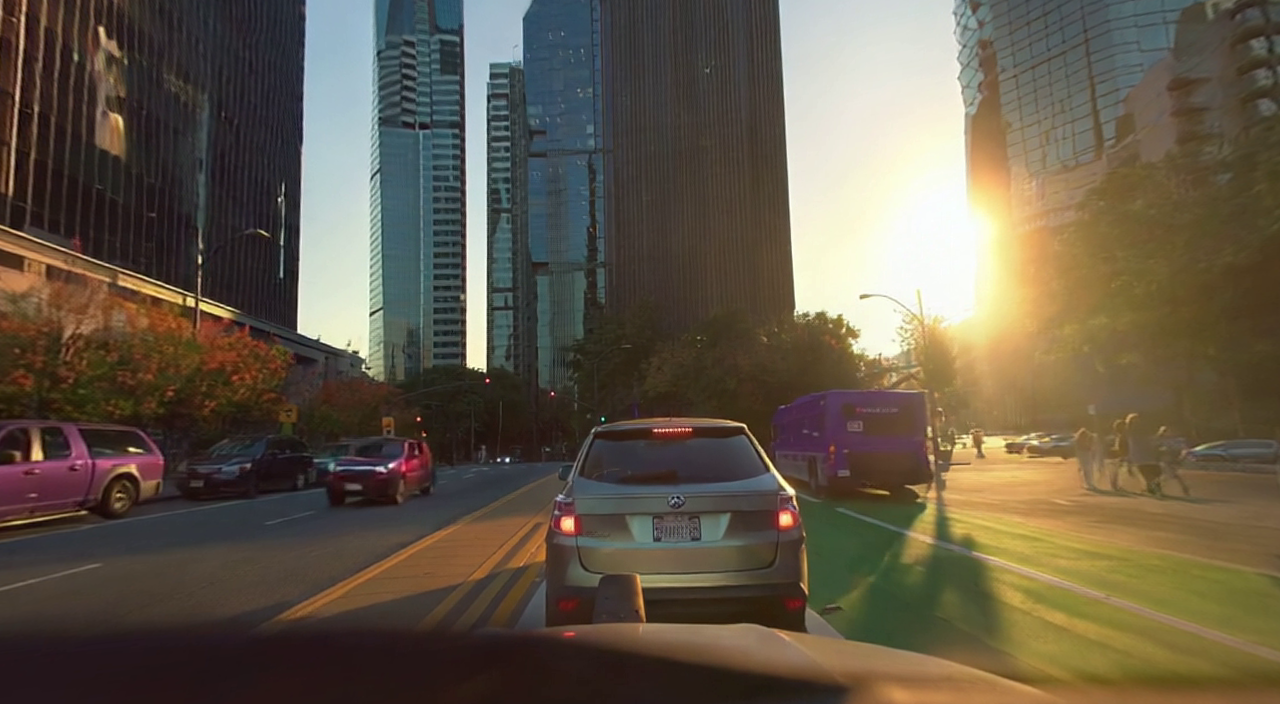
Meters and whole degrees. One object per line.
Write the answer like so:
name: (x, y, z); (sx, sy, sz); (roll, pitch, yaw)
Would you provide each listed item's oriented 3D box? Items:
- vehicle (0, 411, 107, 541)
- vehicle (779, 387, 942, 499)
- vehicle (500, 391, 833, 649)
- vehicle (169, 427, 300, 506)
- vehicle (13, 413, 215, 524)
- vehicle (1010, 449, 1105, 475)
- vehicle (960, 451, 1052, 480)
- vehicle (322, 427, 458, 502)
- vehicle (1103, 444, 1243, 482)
vehicle: (-10.485, 1.913, 9.807); (1.543, 1.946, 3.454); (1, -9, -6)
vehicle: (7.040, 3.109, 21.686); (3.113, 3.116, 7.650); (0, -8, 3)
vehicle: (0.205, 1.421, 6.334); (2.192, 1.695, 4.142); (0, -8, 1)
vehicle: (-11.198, 3.155, 17.745); (1.559, 1.973, 3.419); (1, -9, -5)
vehicle: (-10.861, 2.395, 13.397); (1.482, 2.019, 3.297); (0, -9, -4)
vehicle: (28.114, 7.366, 42.719); (5.153, 1.626, 1.895); (-6, -10, 33)
vehicle: (23.891, 7.394, 41.323); (4.956, 1.706, 1.822); (-6, -10, 33)
vehicle: (-6.716, 3.060, 17.690); (2.198, 1.779, 4.926); (1, -8, -6)
vehicle: (30.828, 6.425, 36.874); (5.890, 1.996, 2.155); (-6, -10, 34)
